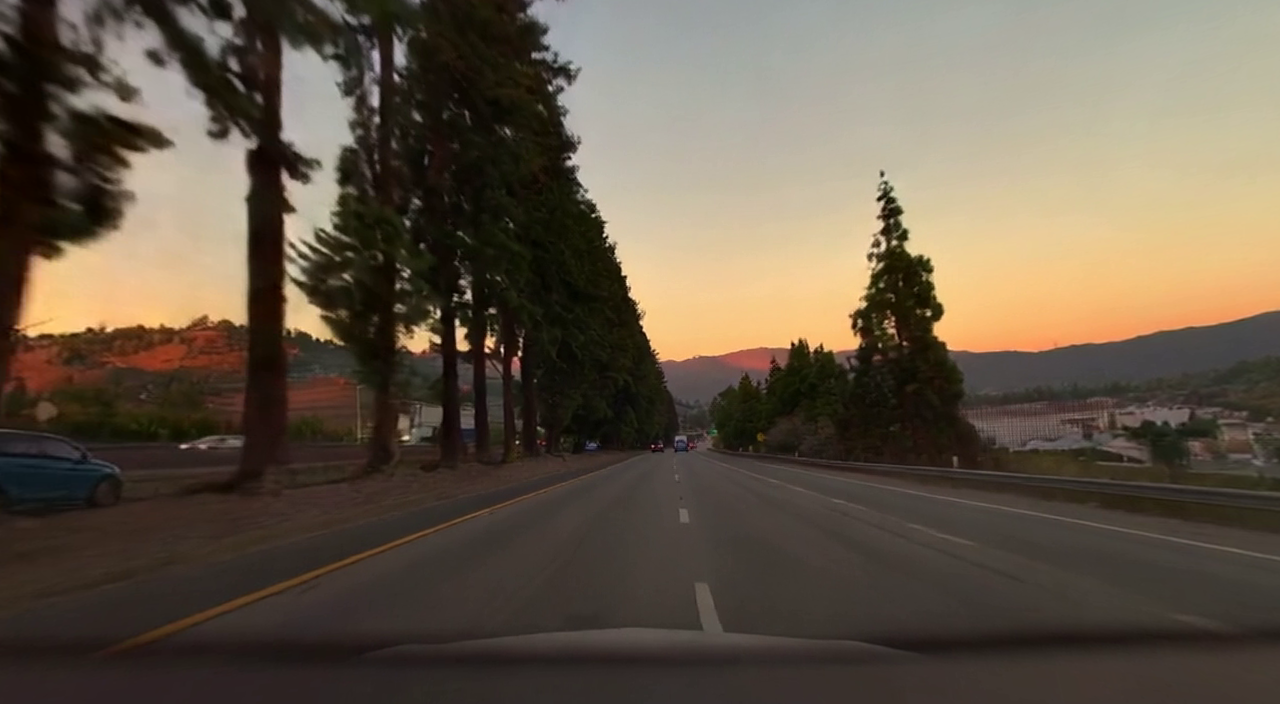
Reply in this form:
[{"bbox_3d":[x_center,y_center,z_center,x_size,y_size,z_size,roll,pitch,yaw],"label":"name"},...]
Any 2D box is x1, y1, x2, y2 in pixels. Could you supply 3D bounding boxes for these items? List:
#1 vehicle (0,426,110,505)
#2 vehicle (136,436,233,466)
[{"bbox_3d":[-13.855,2.345,13.043,1.902,1.567,4.247,-1,-8,4],"label":"vehicle"},{"bbox_3d":[-27.666,6.029,38.570,2.012,1.687,4.997,-1,-8,3],"label":"vehicle"}]
